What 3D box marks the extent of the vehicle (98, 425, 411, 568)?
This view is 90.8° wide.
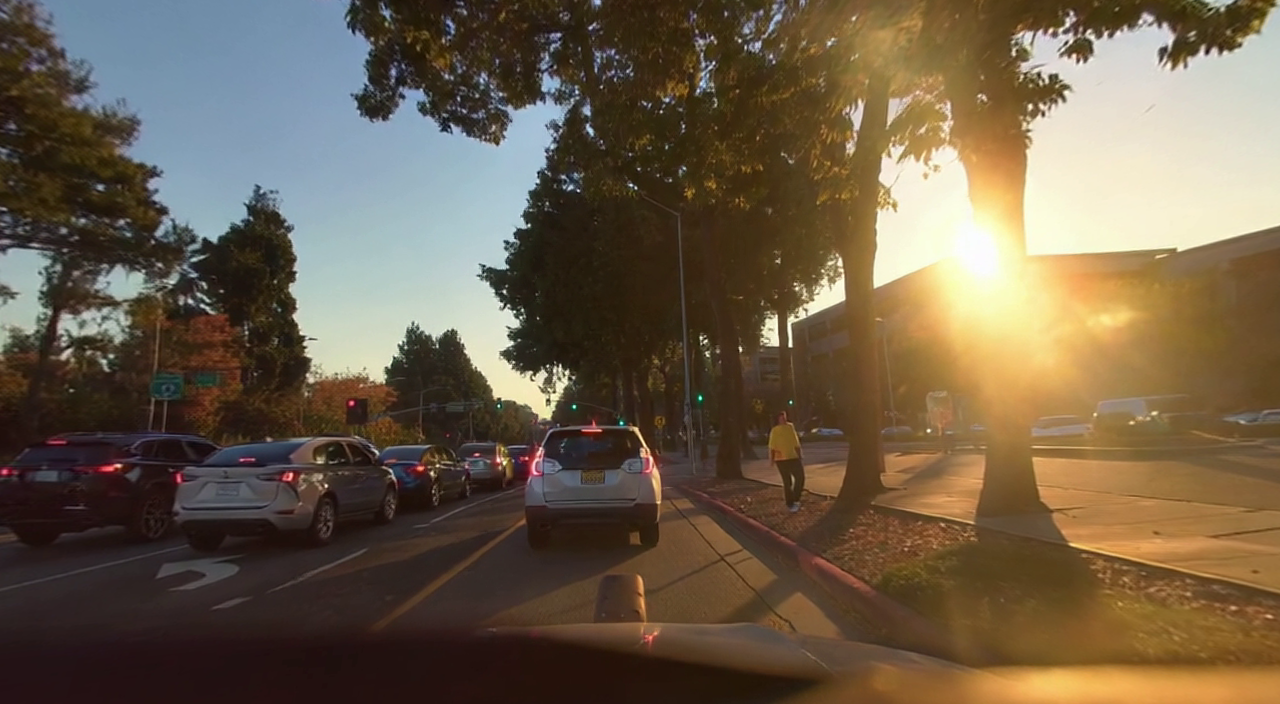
[{"bbox_3d":[-5.405,2.061,9.802,2.010,1.674,4.484,0,-9,0],"label":"vehicle"}]

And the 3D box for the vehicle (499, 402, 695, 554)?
[{"bbox_3d":[-0.579,1.845,9.866,2.368,1.829,4.293,0,-9,-2],"label":"vehicle"}]

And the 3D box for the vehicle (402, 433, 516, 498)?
[{"bbox_3d":[-5.463,3.490,19.807,2.188,1.774,4.477,0,-9,0],"label":"vehicle"}]

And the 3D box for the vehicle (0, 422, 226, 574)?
[{"bbox_3d":[-8.802,2.048,9.459,2.013,1.826,4.592,0,-9,1],"label":"vehicle"}]
